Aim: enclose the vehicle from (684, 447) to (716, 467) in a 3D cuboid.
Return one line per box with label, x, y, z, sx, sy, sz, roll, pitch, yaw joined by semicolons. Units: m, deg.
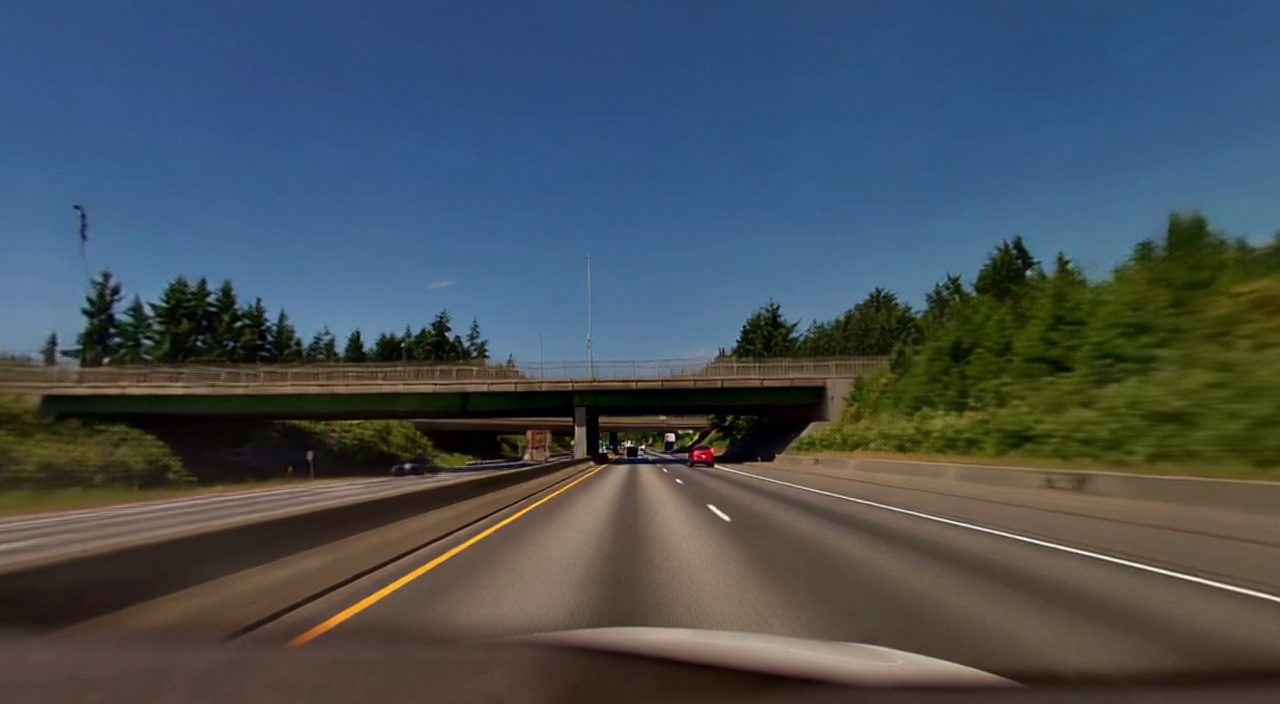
vehicle;4.443;7.846;47.185;1.987;1.473;4.244;0;-9;0
